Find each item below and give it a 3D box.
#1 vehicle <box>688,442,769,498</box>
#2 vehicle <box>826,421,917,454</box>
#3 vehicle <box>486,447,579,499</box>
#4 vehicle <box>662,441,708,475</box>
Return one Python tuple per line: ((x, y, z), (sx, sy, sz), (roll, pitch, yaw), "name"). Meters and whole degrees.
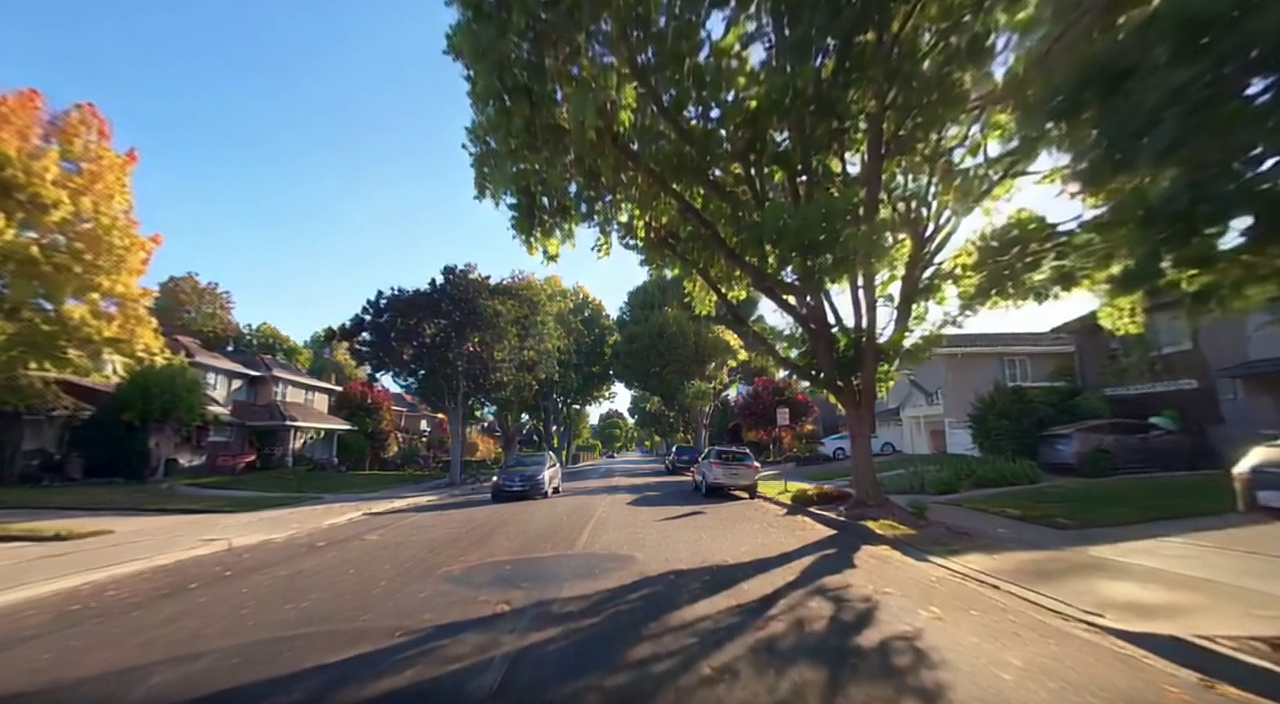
((2.832, 3.884, 21.277), (2.079, 1.651, 4.783), (0, -9, 1), "vehicle")
((12.905, 4.779, 35.476), (4.310, 1.805, 2.289), (-1, -7, 5), "vehicle")
((-3.384, 3.931, 20.995), (2.104, 1.497, 4.781), (0, -9, 2), "vehicle")
((2.678, 6.514, 38.945), (2.350, 1.912, 5.696), (0, -9, -1), "vehicle")
